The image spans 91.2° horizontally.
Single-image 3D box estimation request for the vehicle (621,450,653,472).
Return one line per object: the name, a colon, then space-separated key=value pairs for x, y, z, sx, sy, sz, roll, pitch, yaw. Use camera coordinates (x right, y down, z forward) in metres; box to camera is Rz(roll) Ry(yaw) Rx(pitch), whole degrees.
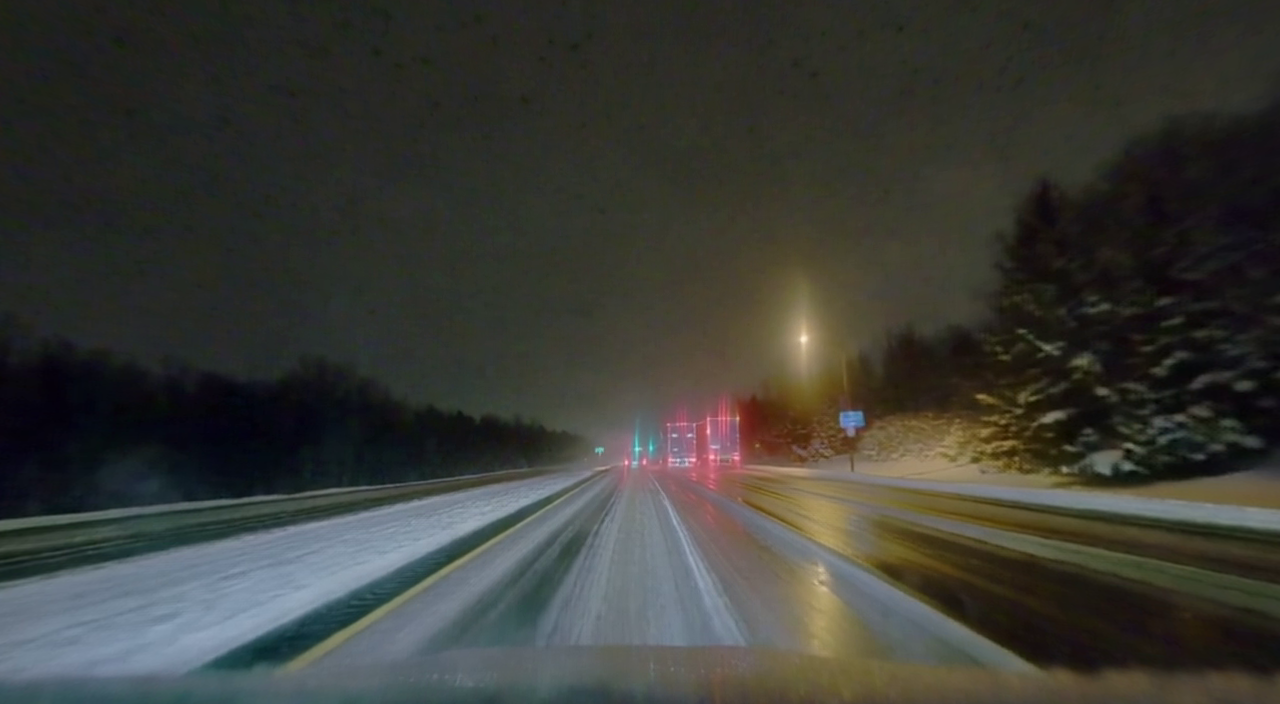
vehicle: x=-0.245 y=7.583 z=43.712 sx=2.083 sy=1.473 sz=3.923 roll=0 pitch=-9 yaw=-1
